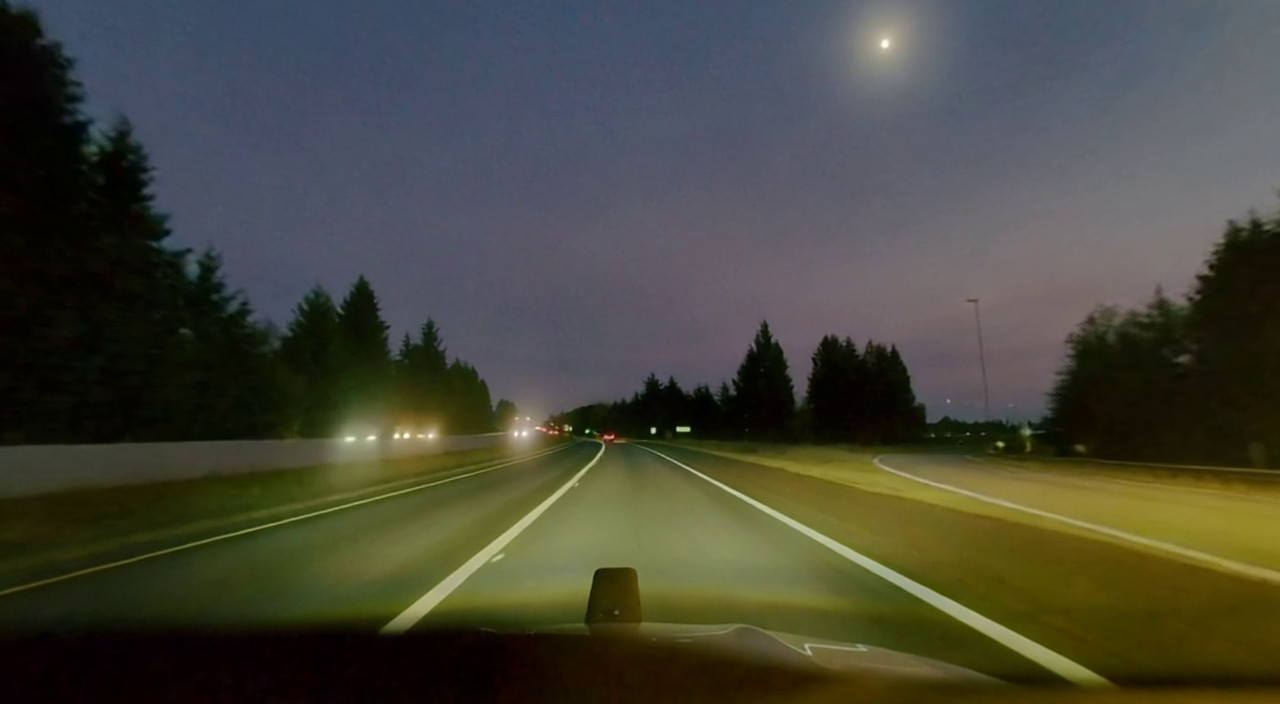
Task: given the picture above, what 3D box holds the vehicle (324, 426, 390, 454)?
[{"bbox_3d":[-16.994,5.296,38.171,1.909,1.545,4.791,0,-7,-2],"label":"vehicle"}]
